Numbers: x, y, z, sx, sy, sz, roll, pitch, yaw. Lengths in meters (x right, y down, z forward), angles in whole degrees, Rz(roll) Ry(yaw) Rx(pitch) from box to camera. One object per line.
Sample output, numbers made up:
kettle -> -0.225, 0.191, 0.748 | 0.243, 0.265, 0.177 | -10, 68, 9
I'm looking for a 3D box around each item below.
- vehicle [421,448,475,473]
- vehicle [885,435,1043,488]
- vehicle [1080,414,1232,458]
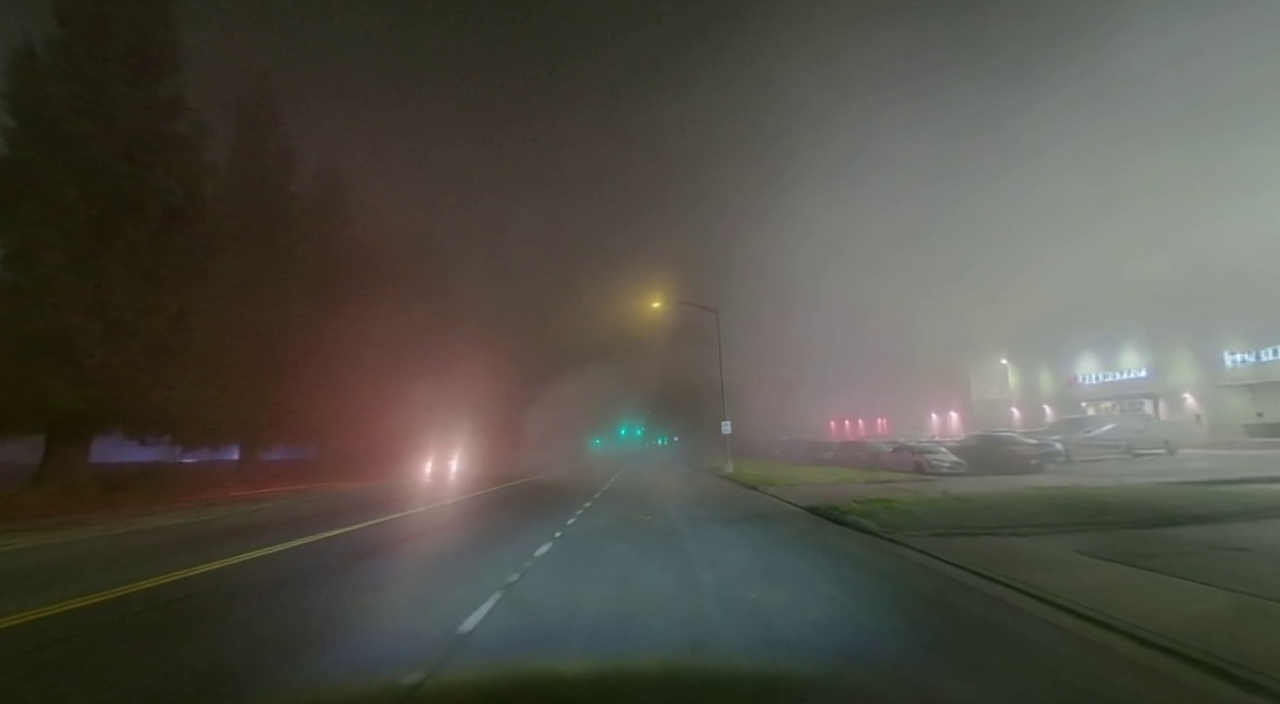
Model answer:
vehicle -> -13.290, 7.505, 43.866 | 2.044, 1.514, 4.704 | -3, -9, 4
vehicle -> 11.105, 3.763, 21.872 | 4.361, 1.462, 1.857 | -4, -8, 1
vehicle -> 22.688, 3.706, 27.855 | 4.759, 1.564, 2.117 | -4, -8, 0
